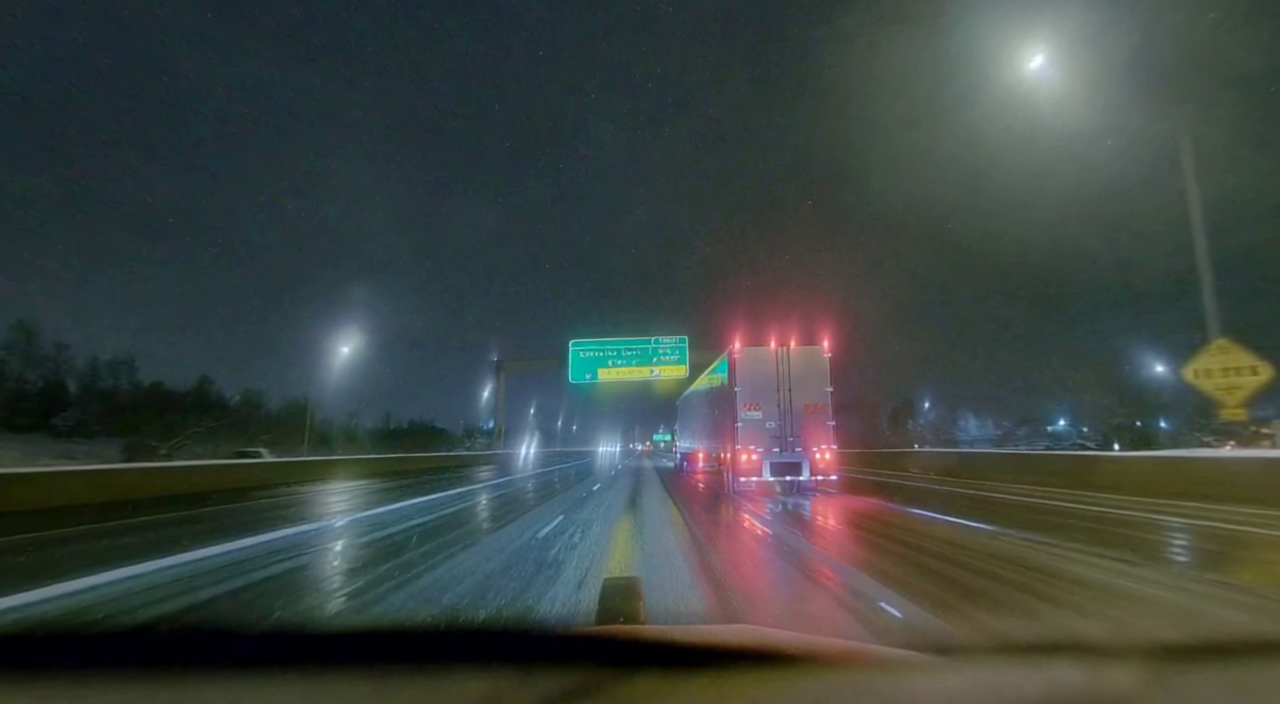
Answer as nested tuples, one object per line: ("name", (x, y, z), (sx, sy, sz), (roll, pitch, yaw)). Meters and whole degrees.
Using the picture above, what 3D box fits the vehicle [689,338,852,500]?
("vehicle", (3.943, 2.872, 24.129), (2.949, 4.149, 16.046), (0, -9, 1))
